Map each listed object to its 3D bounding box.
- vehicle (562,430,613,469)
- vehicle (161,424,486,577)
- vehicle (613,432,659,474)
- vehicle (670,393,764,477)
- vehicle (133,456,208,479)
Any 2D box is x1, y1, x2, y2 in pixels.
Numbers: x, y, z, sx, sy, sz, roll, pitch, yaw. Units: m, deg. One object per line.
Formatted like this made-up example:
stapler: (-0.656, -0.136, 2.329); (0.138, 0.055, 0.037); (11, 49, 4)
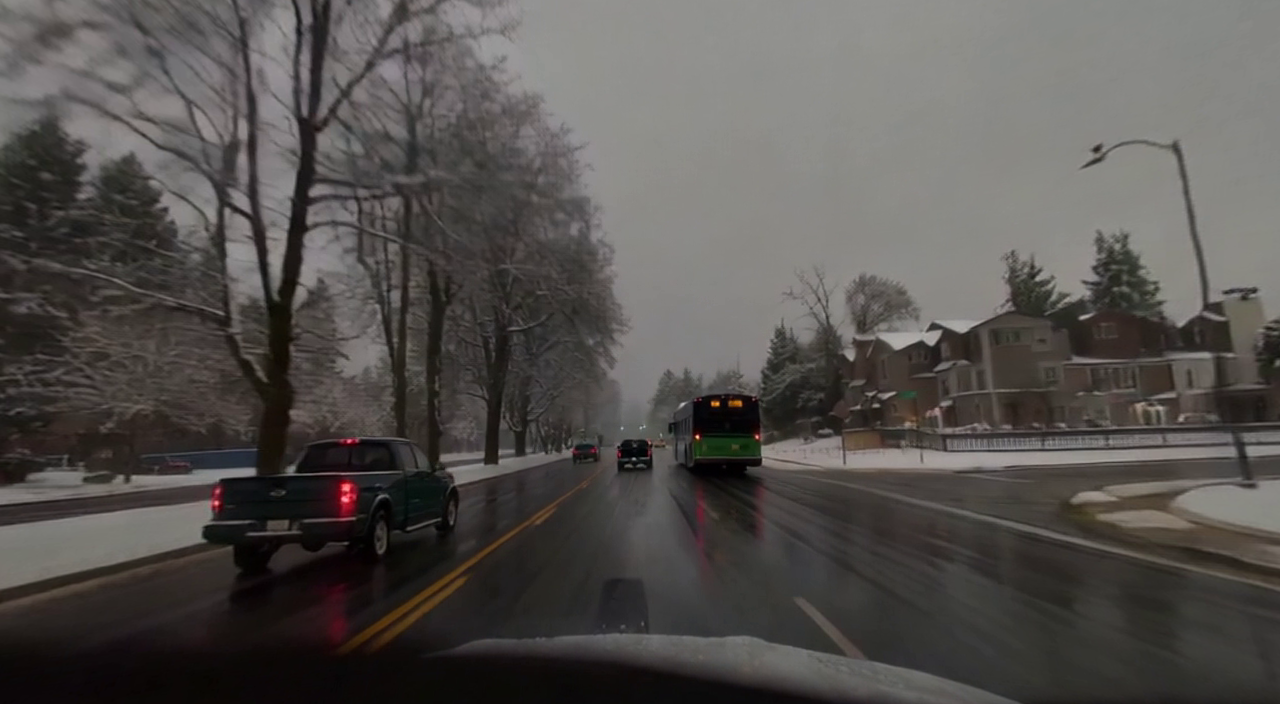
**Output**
vehicle: (-2.949, 5.718, 36.955); (2.513, 2.066, 5.820); (-1, -8, 0)
vehicle: (-3.825, 1.874, 8.811); (2.109, 1.543, 4.535); (-1, -8, 1)
vehicle: (-0.158, 4.923, 30.885); (2.074, 1.849, 5.137); (-1, -8, 1)
vehicle: (3.303, 4.170, 31.070); (3.059, 3.264, 12.623); (-1, -8, 0)
vehicle: (-33.831, 8.300, 45.614); (1.745, 1.441, 4.693); (-1, -8, 1)
